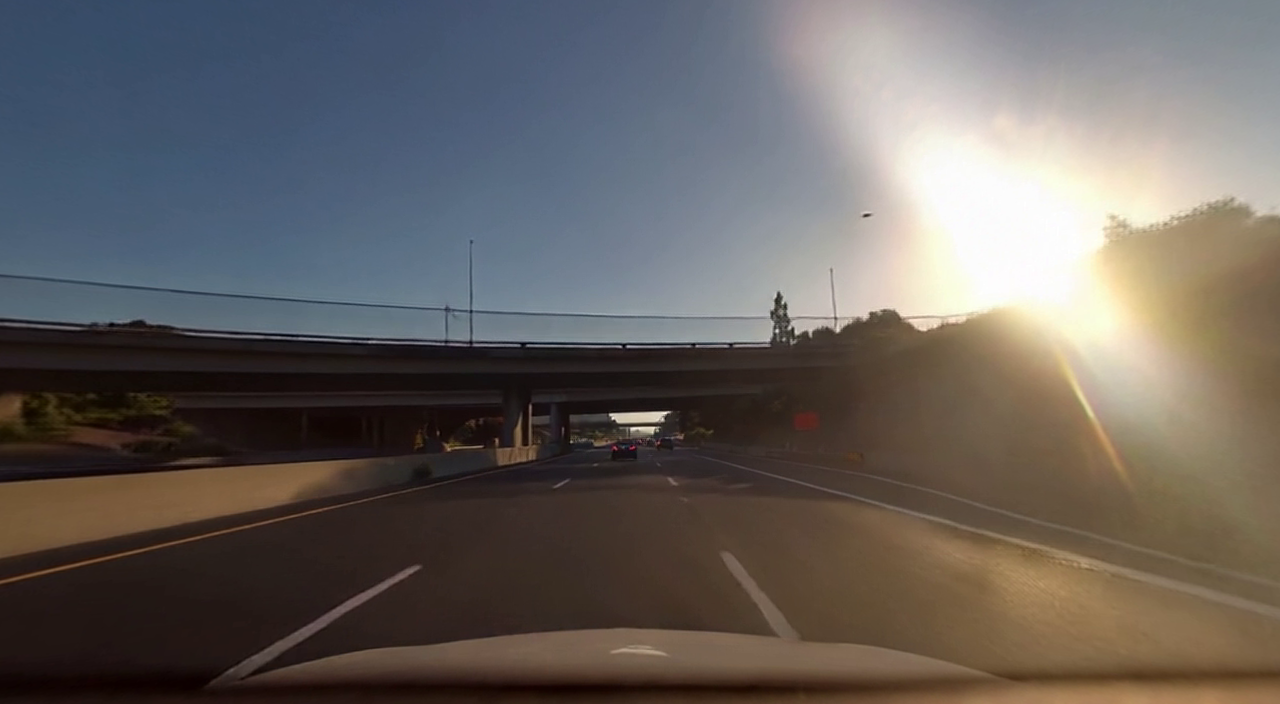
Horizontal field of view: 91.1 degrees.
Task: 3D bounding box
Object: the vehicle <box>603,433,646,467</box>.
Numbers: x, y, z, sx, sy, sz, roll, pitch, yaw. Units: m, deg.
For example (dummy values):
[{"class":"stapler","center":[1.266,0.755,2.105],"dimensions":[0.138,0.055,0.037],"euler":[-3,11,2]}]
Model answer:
[{"class":"vehicle","center":[-0.764,4.956,31.998],"dimensions":[2.039,1.589,4.324],"euler":[0,-8,0]}]
